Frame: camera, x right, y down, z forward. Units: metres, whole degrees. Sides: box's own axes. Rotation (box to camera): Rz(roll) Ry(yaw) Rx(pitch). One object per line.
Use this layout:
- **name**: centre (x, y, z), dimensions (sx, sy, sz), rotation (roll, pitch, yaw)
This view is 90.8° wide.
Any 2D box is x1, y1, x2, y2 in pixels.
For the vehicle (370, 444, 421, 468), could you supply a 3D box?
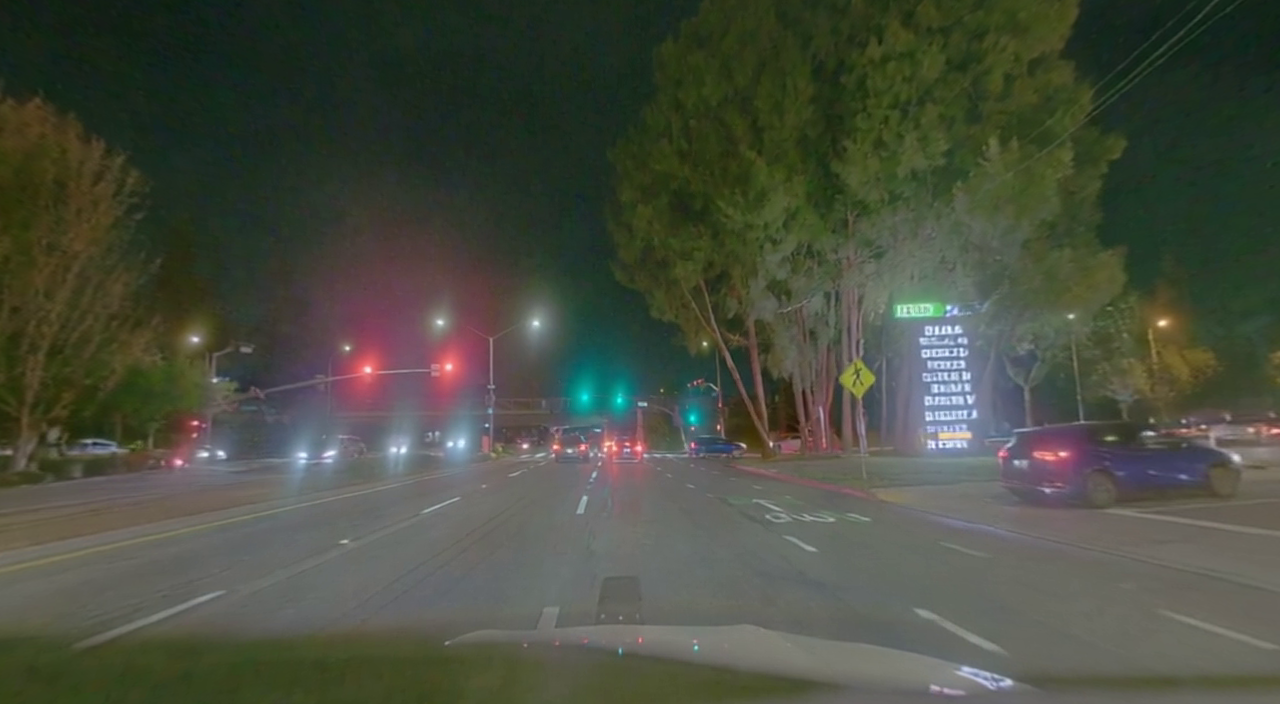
- **vehicle**: centre (-16.772, 7.145, 43.583), dimensions (1.968, 1.557, 4.650), rotation (0, -8, -5)

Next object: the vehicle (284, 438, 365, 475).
- **vehicle**: centre (-20.151, 6.687, 40.772), dimensions (2.655, 2.126, 5.813), rotation (0, -8, -5)

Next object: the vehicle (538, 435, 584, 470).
- **vehicle**: centre (-3.876, 4.993, 31.611), dimensions (2.057, 1.610, 4.891), rotation (0, -8, -4)

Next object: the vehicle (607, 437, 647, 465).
- **vehicle**: centre (-0.824, 5.754, 36.767), dimensions (2.176, 1.489, 4.518), rotation (0, -8, -3)

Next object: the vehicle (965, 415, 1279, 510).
- **vehicle**: centre (8.792, 2.002, 11.650), dimensions (4.487, 1.539, 1.947), rotation (0, -8, -3)
